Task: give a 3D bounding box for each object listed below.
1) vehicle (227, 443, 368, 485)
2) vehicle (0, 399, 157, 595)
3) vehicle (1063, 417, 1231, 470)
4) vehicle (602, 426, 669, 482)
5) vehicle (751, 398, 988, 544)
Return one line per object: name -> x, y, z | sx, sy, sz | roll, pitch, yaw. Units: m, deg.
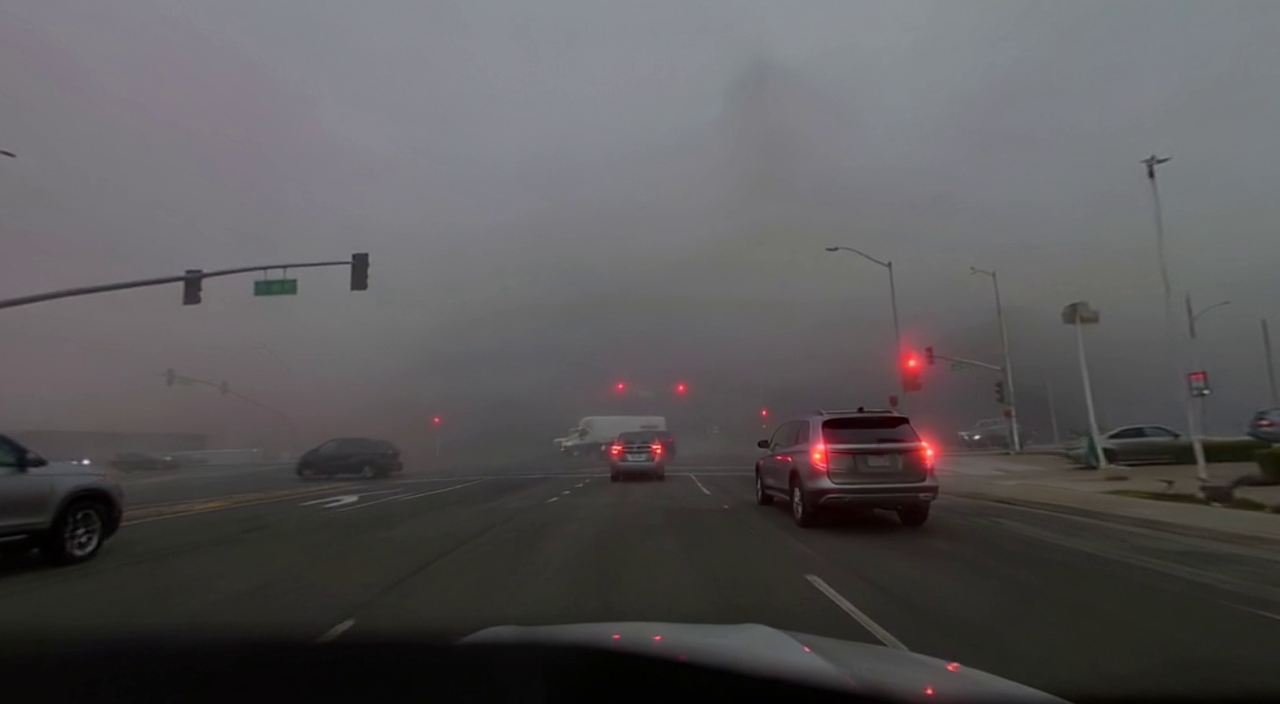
vehicle -> -13.629, 4.455, 25.465 | 1.835, 1.485, 4.788 | -4, -9, 24
vehicle -> -6.886, 1.223, 5.086 | 2.011, 1.774, 4.866 | 0, -8, 1
vehicle -> 16.690, 3.031, 20.928 | 3.848, 1.674, 1.887 | 0, -9, 2
vehicle -> -0.107, 3.466, 21.565 | 2.067, 1.702, 3.987 | 0, -8, 1
vehicle -> 3.215, 1.791, 10.004 | 2.083, 1.779, 4.347 | 0, -8, 0
